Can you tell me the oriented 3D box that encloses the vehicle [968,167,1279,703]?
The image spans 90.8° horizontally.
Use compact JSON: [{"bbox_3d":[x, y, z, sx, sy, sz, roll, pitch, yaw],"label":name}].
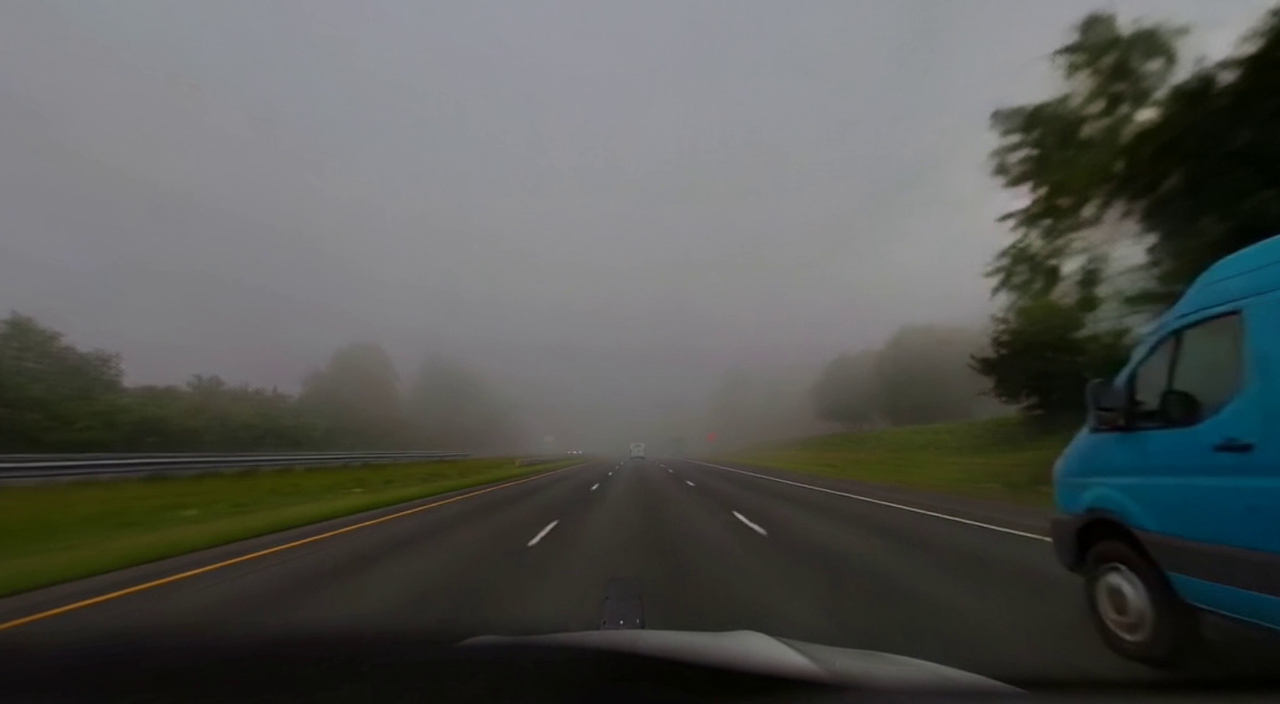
[{"bbox_3d":[4.053,0.328,1.793,2.552,2.524,6.630,0,-9,-1],"label":"vehicle"}]
